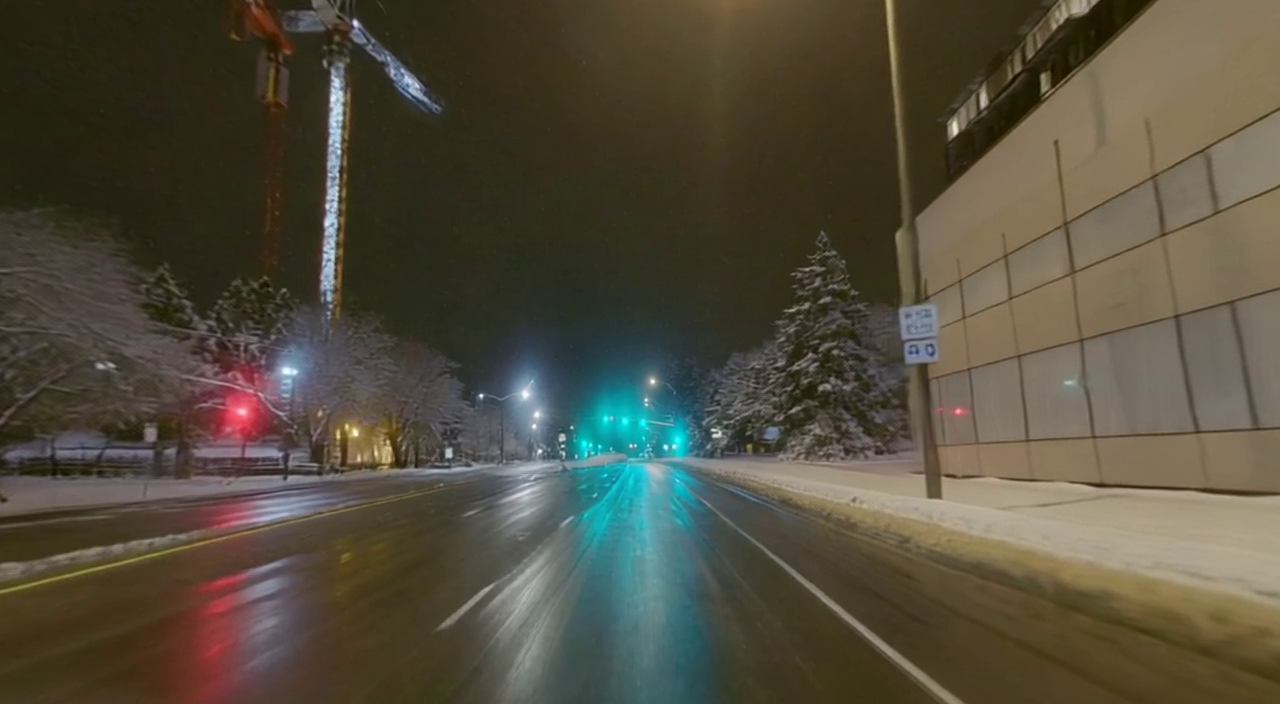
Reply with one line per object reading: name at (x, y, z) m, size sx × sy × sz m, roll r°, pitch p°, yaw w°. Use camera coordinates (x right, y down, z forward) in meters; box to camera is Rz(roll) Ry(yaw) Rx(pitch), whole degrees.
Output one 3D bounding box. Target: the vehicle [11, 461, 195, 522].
vehicle at (-16.957, 4.380, 20.273) m, size 1.921 × 1.541 × 4.541 m, roll -1°, pitch -8°, yaw 0°
